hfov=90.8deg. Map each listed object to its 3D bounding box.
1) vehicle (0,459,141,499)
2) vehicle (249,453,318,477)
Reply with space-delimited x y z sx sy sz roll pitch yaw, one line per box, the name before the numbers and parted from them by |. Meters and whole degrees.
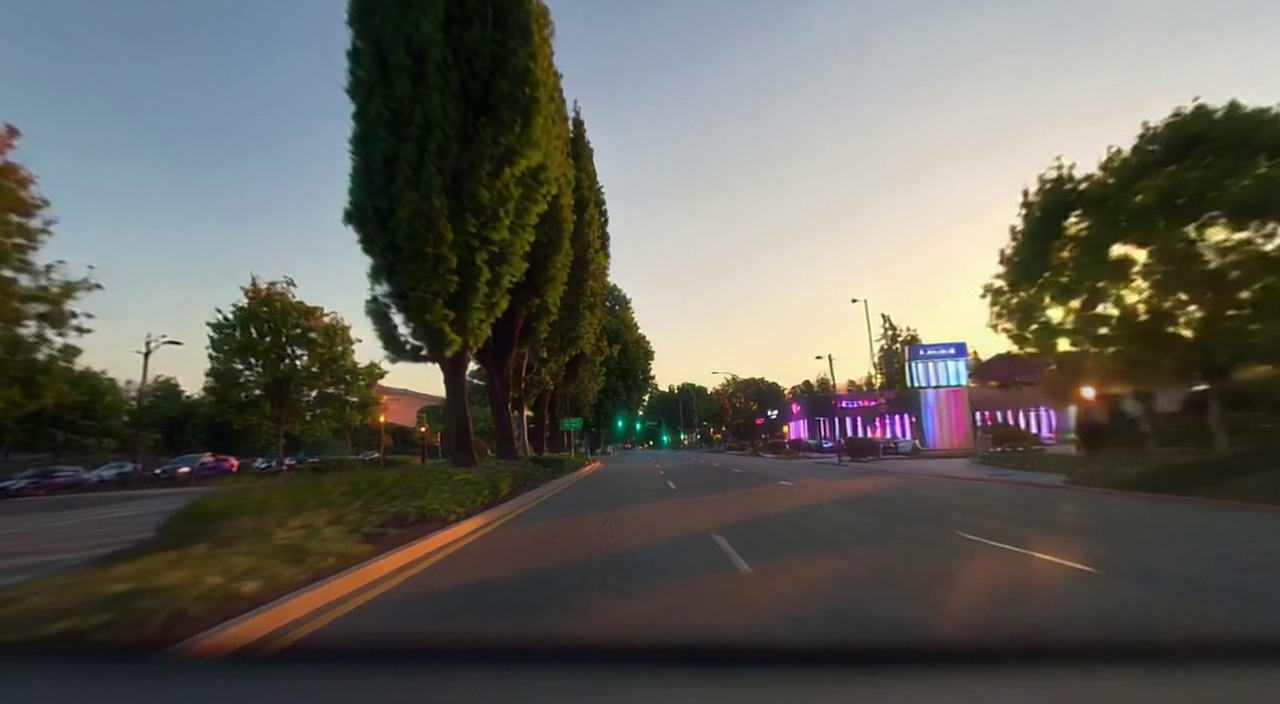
vehicle | -28.261 6.259 31.500 4.922 1.511 1.959 1 -8 -28
vehicle | -27.648 8.731 49.127 4.529 1.711 1.972 4 -10 -28
